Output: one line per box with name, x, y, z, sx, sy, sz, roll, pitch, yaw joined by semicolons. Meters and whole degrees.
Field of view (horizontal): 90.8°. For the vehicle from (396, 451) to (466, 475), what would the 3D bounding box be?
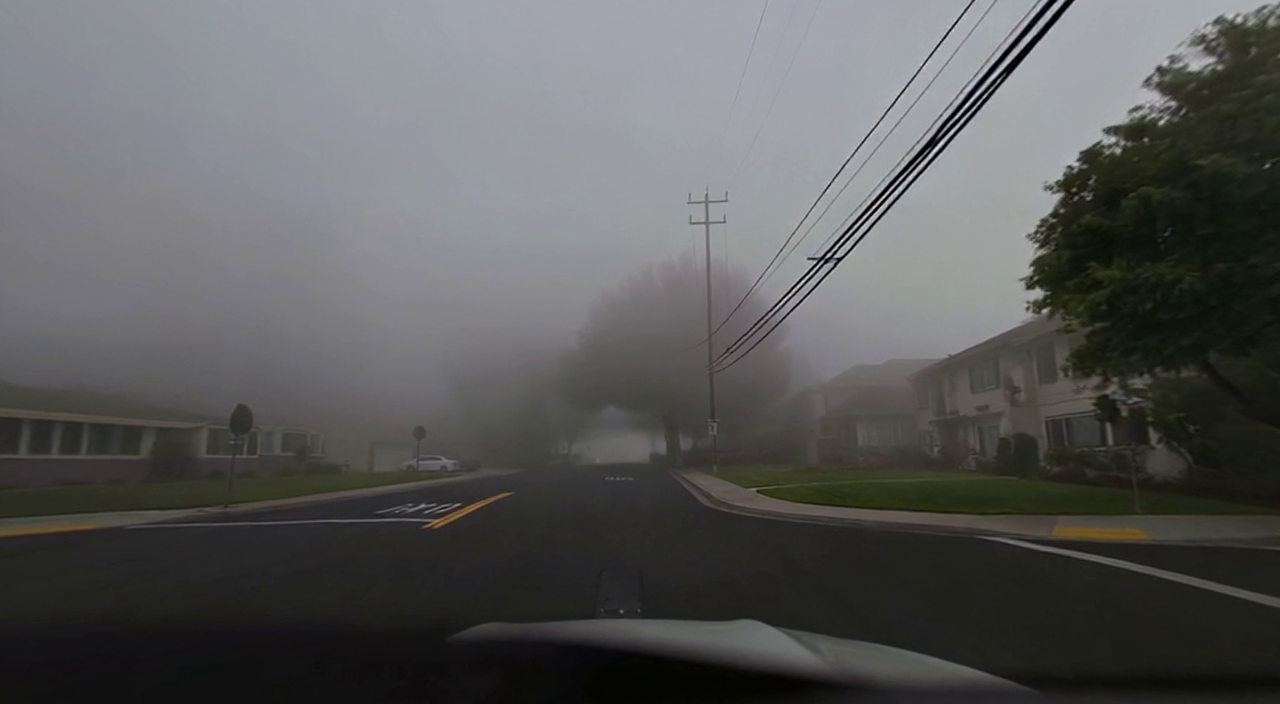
vehicle;-15.672;8.336;47.487;4.500;1.714;1.924;-1;-9;6
